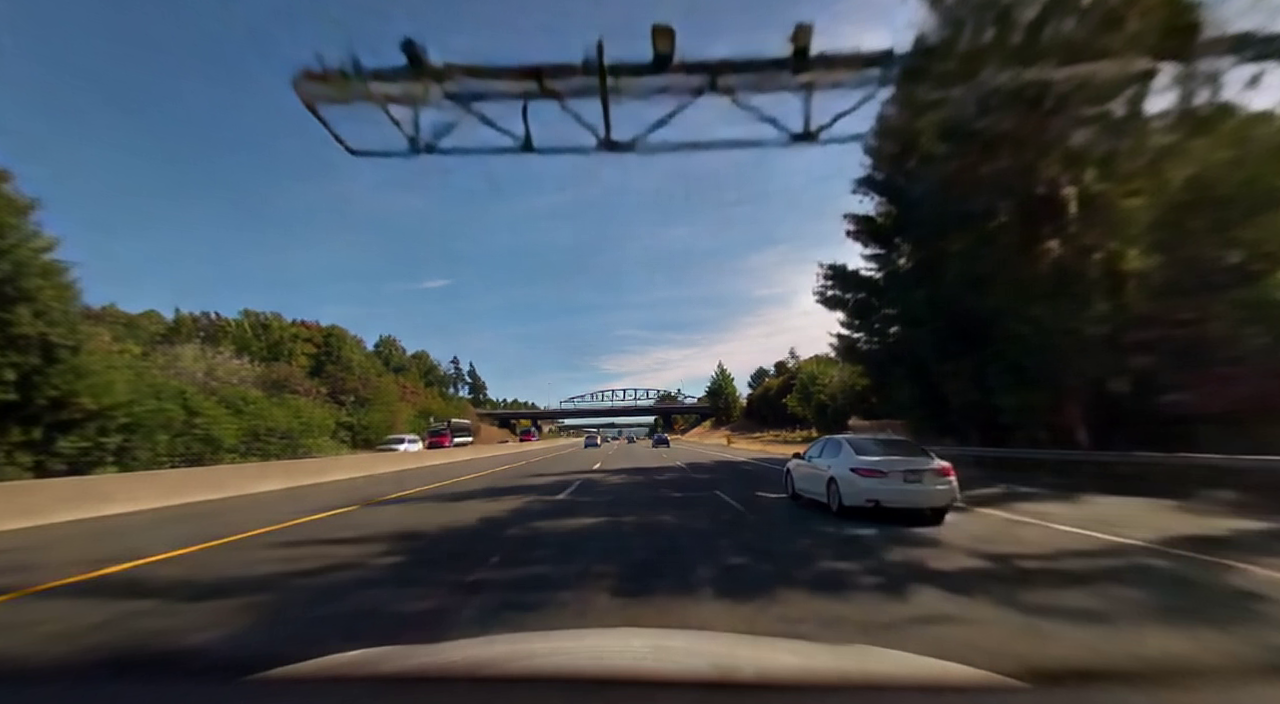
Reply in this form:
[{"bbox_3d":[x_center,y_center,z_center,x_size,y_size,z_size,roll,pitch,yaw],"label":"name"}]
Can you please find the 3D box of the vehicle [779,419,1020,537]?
[{"bbox_3d":[3.911,1.956,10.516,2.031,1.531,4.365,0,-8,-2],"label":"vehicle"}]
